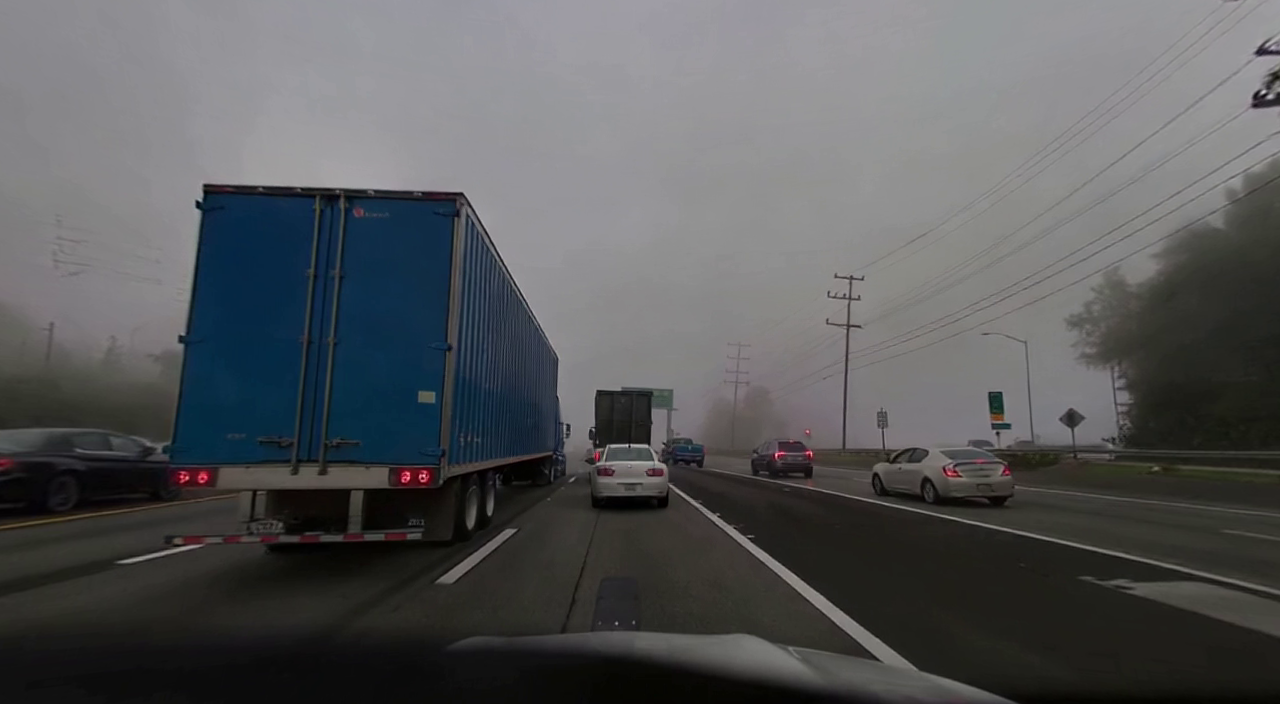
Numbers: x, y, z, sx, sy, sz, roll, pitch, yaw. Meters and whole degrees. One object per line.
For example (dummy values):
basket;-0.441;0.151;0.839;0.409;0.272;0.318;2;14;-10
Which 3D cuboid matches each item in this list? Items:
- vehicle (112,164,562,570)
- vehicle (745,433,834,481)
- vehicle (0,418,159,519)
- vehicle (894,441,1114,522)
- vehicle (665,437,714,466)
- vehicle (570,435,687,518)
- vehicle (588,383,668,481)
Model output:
vehicle;-4.179;1.418;15.572;3.150;4.298;17.928;0;-9;-3
vehicle;5.668;4.053;24.566;2.023;1.676;4.002;1;-9;-8
vehicle;-11.803;2.105;11.608;2.148;1.678;4.851;0;-9;-1
vehicle;7.325;2.609;13.323;1.878;1.406;4.164;1;-9;-5
vehicle;3.019;6.181;39.350;1.984;1.662;4.469;2;-9;-10
vehicle;-0.289;2.556;13.437;2.112;1.463;4.012;0;-9;-2
vehicle;-0.720;3.530;27.170;2.909;3.518;8.262;1;-9;-4
